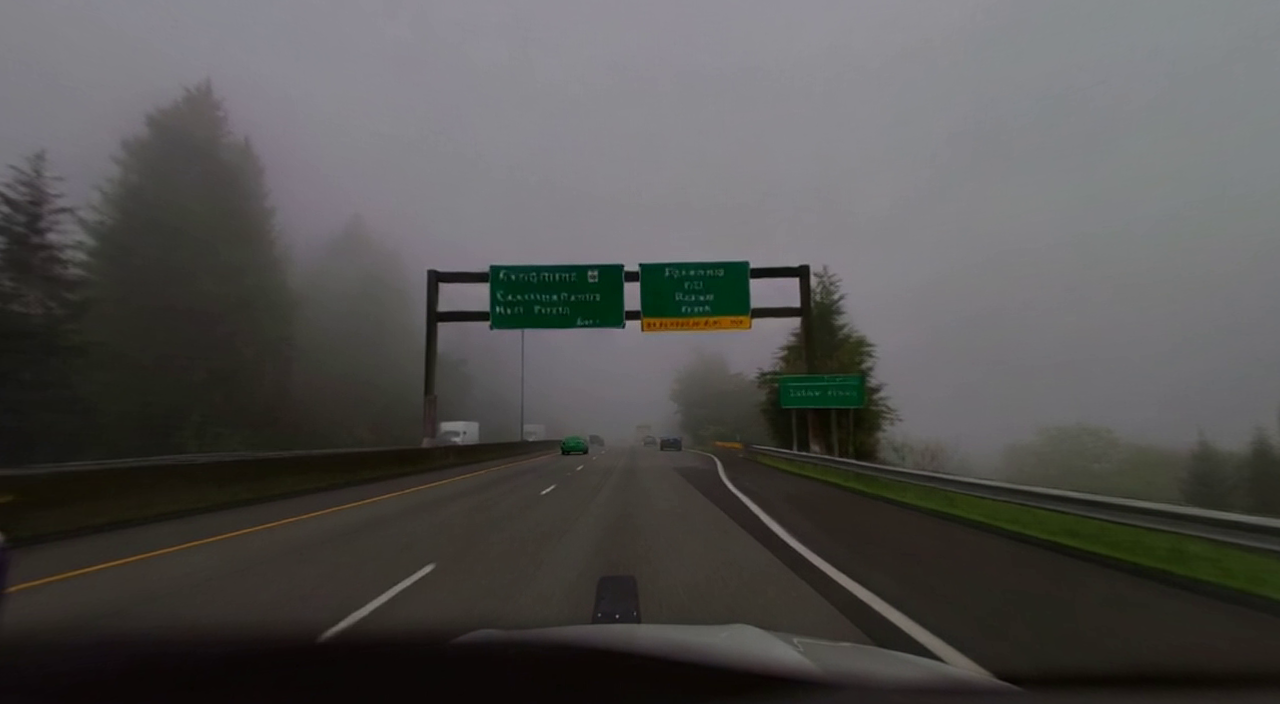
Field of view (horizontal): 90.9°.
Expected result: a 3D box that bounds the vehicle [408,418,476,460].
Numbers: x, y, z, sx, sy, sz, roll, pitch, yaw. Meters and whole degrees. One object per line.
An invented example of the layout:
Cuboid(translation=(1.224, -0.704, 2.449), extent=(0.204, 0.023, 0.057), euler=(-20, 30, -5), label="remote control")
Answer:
Cuboid(translation=(-14.194, 6.319, 45.835), extent=(2.681, 2.726, 7.445), euler=(0, -8, -2), label="vehicle")

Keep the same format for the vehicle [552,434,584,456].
Cuboid(translation=(-5.215, 6.816, 46.233), extent=(1.959, 1.514, 3.668), euler=(0, -8, -1), label="vehicle")

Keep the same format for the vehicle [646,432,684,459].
Cuboid(translation=(1.460, 5.613, 37.988), extent=(2.139, 1.561, 4.060), euler=(0, -8, 1), label="vehicle")
